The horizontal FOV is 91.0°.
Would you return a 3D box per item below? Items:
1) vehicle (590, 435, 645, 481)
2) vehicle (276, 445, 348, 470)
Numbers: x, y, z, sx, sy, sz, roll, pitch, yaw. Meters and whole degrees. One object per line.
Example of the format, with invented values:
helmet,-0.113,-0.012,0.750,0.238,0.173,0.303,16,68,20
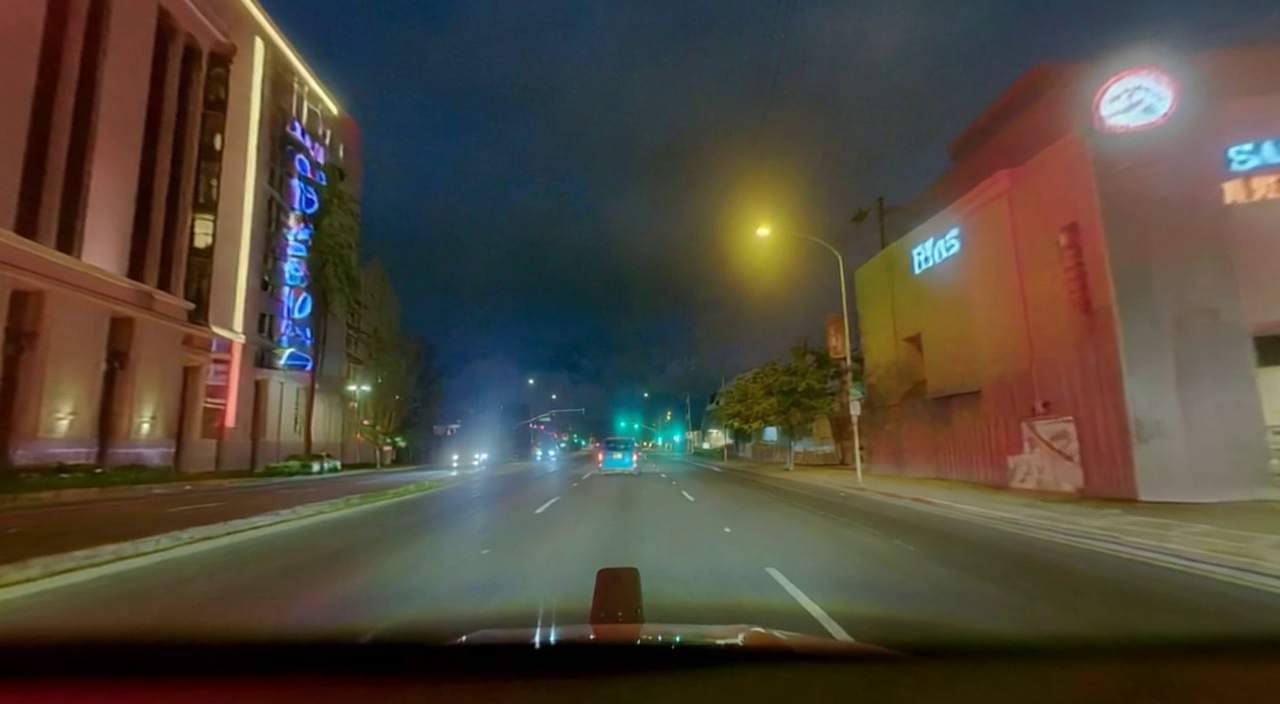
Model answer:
vehicle,-0.879,4.319,25.866,2.080,1.722,3.766,0,-8,-1
vehicle,-25.432,8.184,48.872,4.513,1.705,1.891,-3,-8,1
